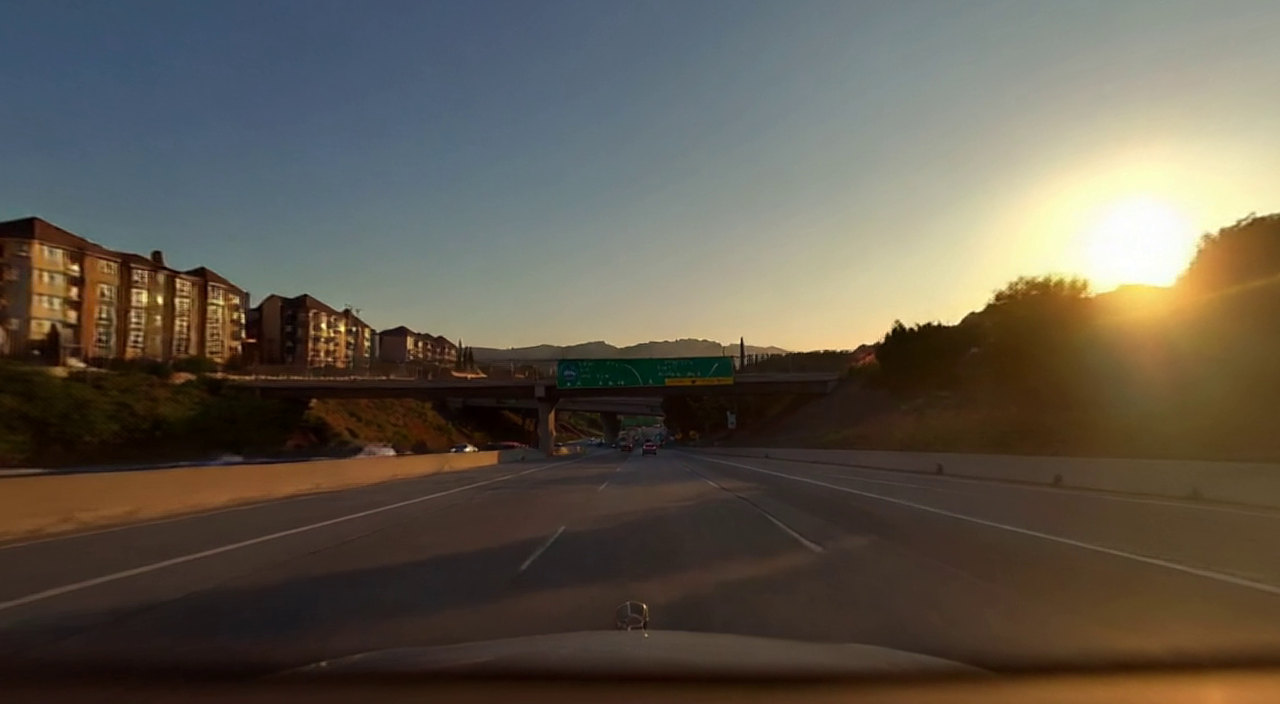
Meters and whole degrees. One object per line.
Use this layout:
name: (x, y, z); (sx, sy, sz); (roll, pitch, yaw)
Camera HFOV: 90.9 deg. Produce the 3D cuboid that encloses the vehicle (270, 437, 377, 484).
vehicle: (-11.235, 3.860, 22.693); (1.793, 1.529, 3.761); (0, -8, 2)
